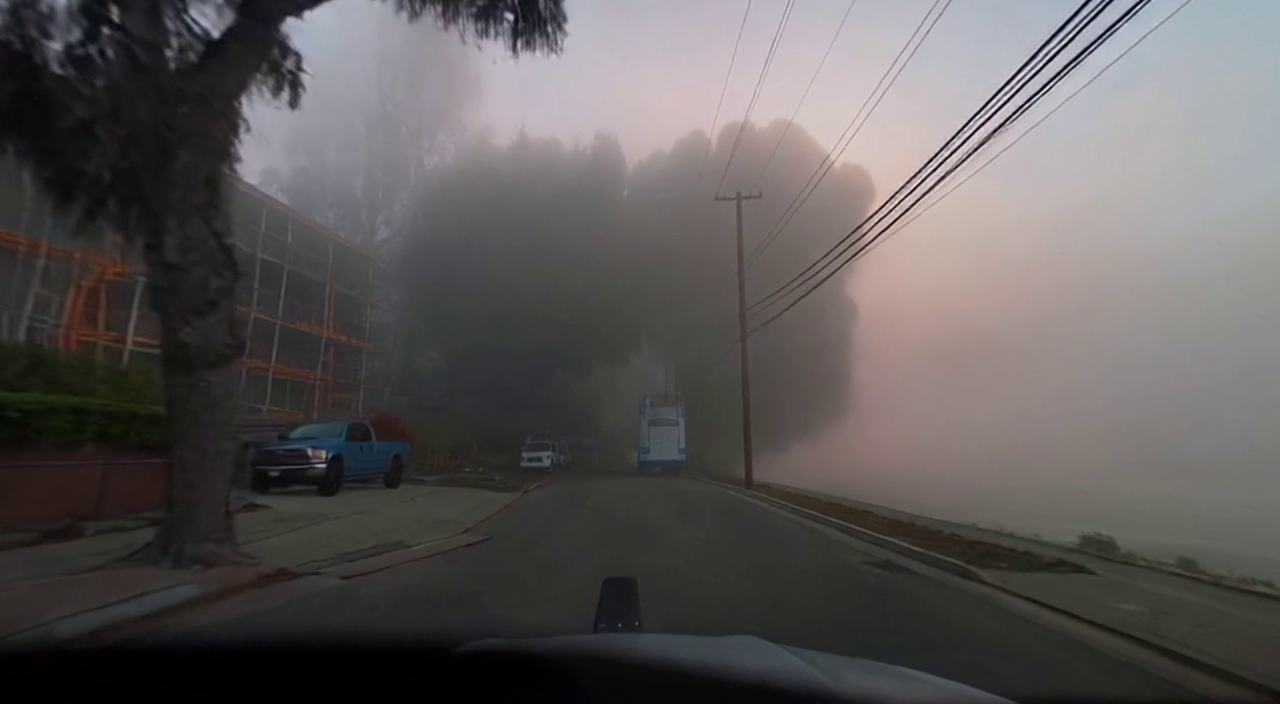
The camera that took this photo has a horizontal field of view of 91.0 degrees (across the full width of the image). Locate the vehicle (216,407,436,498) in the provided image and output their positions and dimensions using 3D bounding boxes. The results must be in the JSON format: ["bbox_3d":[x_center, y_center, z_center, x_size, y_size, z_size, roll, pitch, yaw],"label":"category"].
[{"bbox_3d":[-7.575,2.547,16.142,2.238,1.895,5.648,-1,-9,6],"label":"vehicle"}]

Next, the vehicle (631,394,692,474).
[{"bbox_3d":[1.133,5.107,36.993,2.915,3.793,9.963,3,-11,1],"label":"vehicle"}]

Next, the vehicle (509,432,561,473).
[{"bbox_3d":[-5.951,5.693,36.198,2.171,1.910,4.789,-1,-5,1],"label":"vehicle"}]
